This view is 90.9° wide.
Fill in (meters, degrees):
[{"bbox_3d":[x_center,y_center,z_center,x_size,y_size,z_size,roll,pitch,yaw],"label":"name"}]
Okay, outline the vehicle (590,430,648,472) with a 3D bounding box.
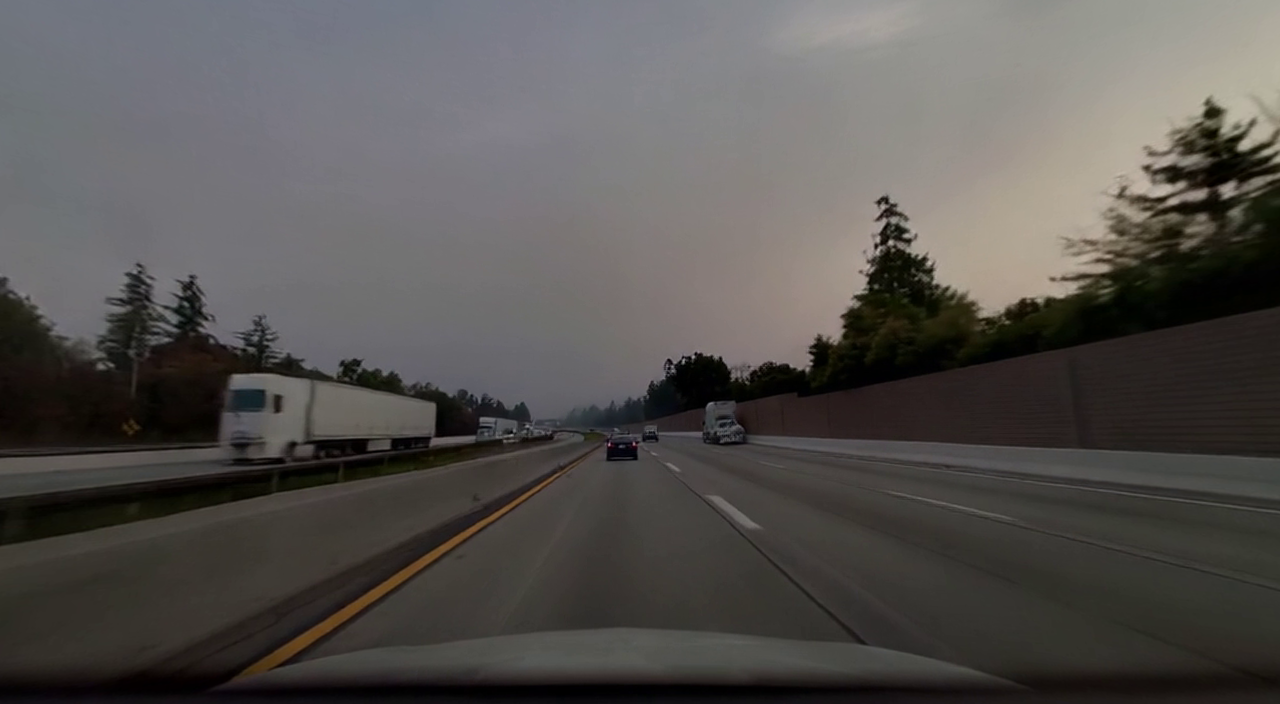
[{"bbox_3d":[-0.817,3.854,24.762,2.119,1.480,4.000,0,-8,-2],"label":"vehicle"}]
